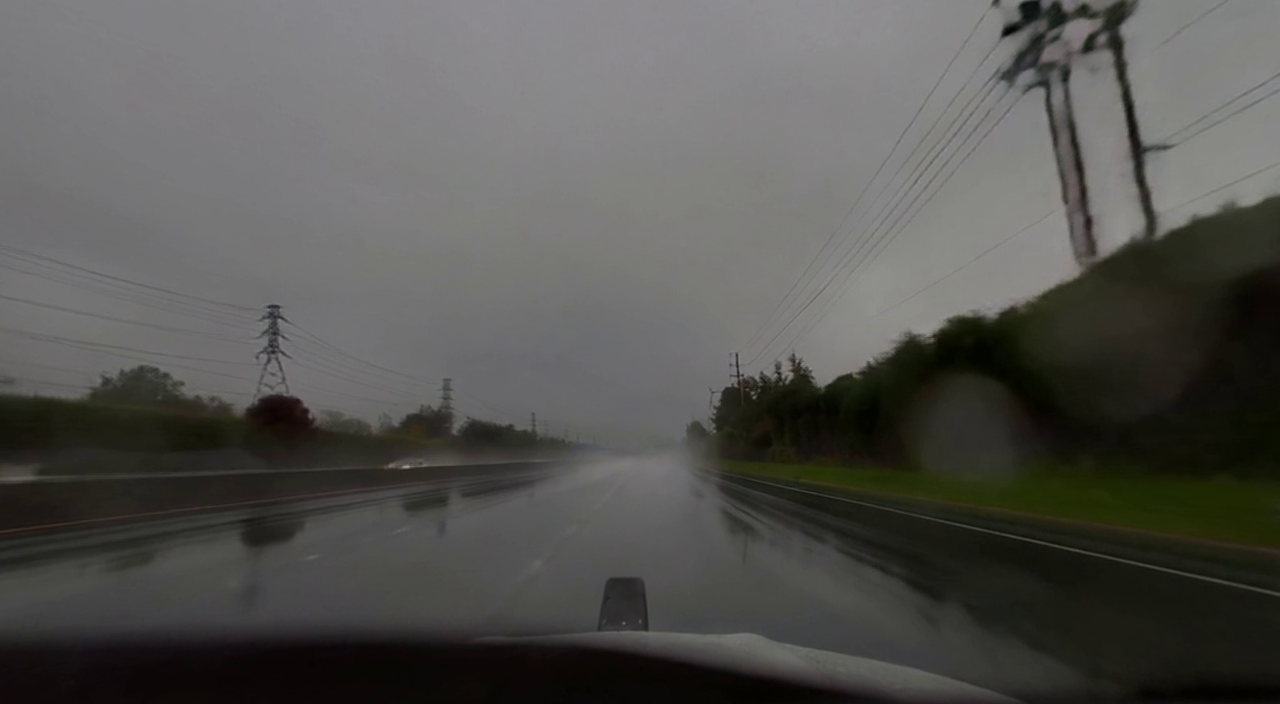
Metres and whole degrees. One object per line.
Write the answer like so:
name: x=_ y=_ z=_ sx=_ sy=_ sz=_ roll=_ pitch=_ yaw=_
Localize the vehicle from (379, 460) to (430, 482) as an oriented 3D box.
vehicle: x=-17.440 y=8.835 z=46.876 sx=1.897 sy=1.454 sz=4.631 roll=-1 pitch=-9 yaw=2
